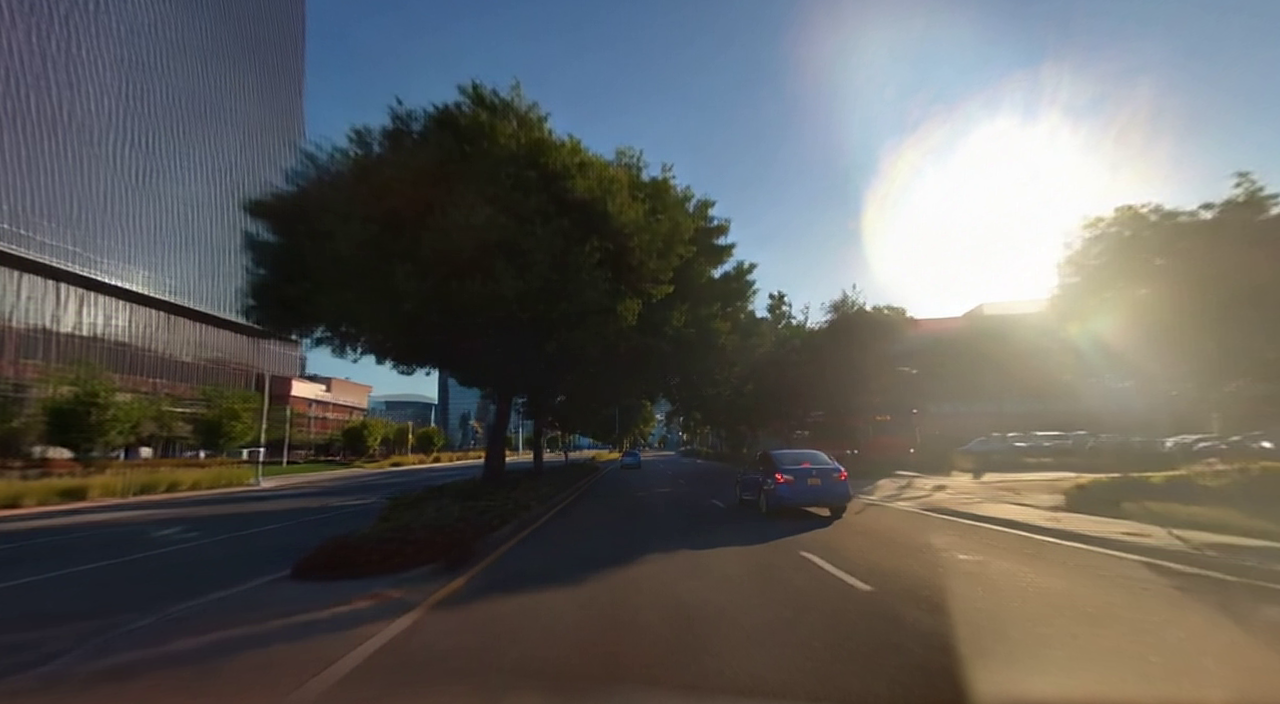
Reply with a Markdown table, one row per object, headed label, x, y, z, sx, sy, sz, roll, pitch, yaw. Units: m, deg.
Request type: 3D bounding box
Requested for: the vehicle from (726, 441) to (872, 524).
| label | x | y | z | sx | sy | sz | roll | pitch | yaw |
| --- | --- | --- | --- | --- | --- | --- | --- | --- | --- |
| vehicle | 3.216 | 2.724 | 13.719 | 1.993 | 1.501 | 4.127 | 0 | -9 | -2 |
